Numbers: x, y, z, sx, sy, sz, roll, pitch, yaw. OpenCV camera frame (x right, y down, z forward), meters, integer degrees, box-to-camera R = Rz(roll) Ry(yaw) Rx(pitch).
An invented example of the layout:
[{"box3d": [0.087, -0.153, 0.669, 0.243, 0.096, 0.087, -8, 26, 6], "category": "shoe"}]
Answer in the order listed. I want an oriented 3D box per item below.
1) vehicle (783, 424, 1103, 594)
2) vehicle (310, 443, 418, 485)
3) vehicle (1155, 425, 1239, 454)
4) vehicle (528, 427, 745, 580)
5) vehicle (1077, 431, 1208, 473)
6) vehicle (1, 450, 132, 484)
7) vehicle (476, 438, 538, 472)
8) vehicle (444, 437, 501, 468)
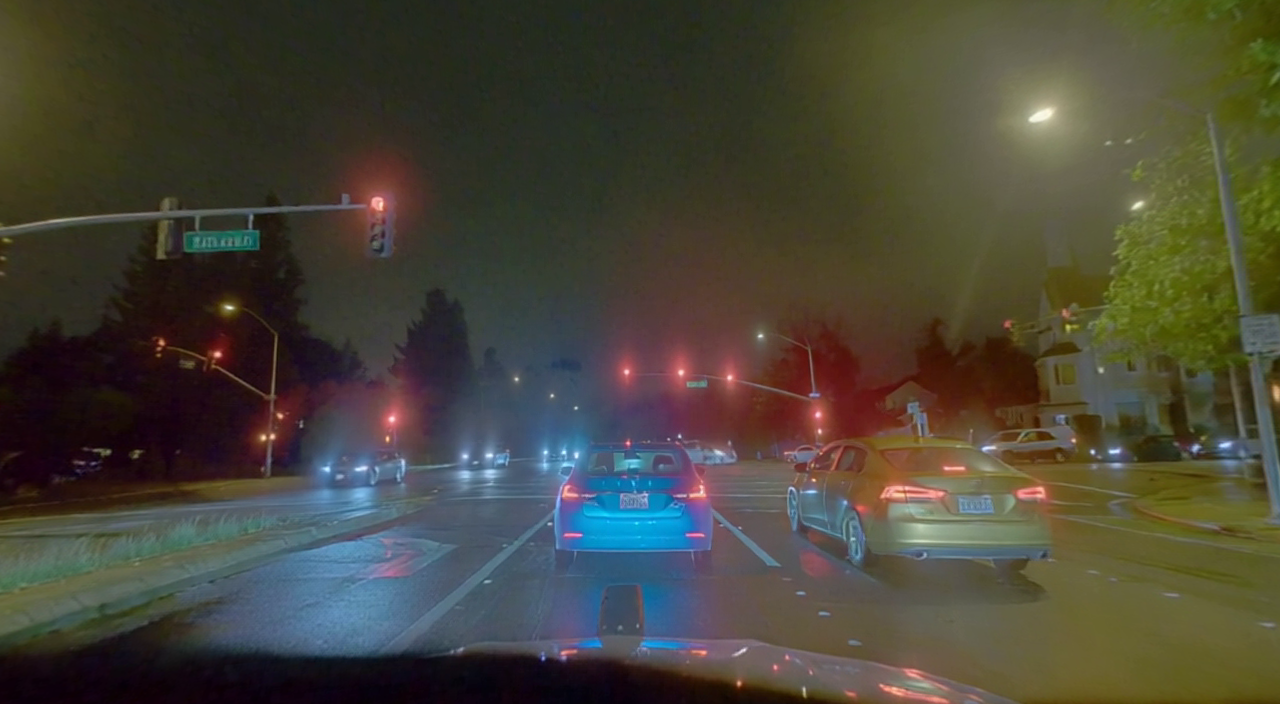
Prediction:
[{"box3d": [3.187, 1.715, 7.771, 1.913, 1.505, 4.097, 0, -8, 0], "category": "vehicle"}, {"box3d": [-11.314, 4.622, 26.413, 2.102, 1.531, 5.072, -1, -8, 2], "category": "vehicle"}, {"box3d": [41.712, 6.579, 47.343, 4.388, 2.079, 1.960, 0, -8, -2], "category": "vehicle"}, {"box3d": [-0.054, 1.783, 8.254, 2.103, 1.478, 4.073, 0, -8, -1], "category": "vehicle"}, {"box3d": [23.992, 4.773, 30.299, 4.520, 1.762, 2.005, -2, -8, -1], "category": "vehicle"}, {"box3d": [-28.113, 5.610, 31.055, 4.538, 1.591, 1.949, 0, -8, 1], "category": "vehicle"}, {"box3d": [-7.421, 5.787, 35.779, 2.383, 1.779, 4.973, 0, -8, 1], "category": "vehicle"}, {"box3d": [-10.973, 6.634, 41.822, 2.376, 1.916, 4.899, 0, -8, 0], "category": "vehicle"}]
